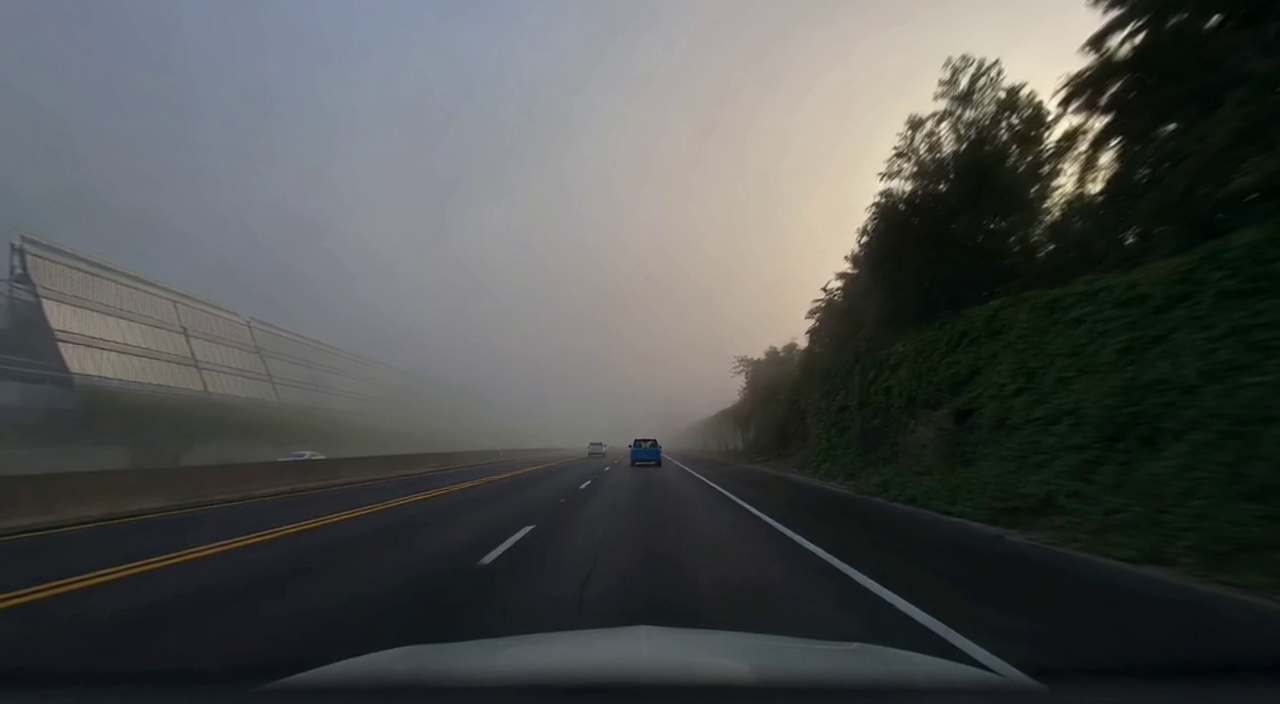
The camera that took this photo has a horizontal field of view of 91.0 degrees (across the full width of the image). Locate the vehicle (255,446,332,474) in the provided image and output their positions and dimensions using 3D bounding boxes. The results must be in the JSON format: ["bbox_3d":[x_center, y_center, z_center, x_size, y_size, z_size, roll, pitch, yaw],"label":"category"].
[{"bbox_3d":[-18.471,5.766,33.769,1.838,1.391,3.939,0,-8,0],"label":"vehicle"}]

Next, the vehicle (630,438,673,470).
[{"bbox_3d":[0.514,5.056,31.316,1.997,1.484,3.409,0,-8,-2],"label":"vehicle"}]
